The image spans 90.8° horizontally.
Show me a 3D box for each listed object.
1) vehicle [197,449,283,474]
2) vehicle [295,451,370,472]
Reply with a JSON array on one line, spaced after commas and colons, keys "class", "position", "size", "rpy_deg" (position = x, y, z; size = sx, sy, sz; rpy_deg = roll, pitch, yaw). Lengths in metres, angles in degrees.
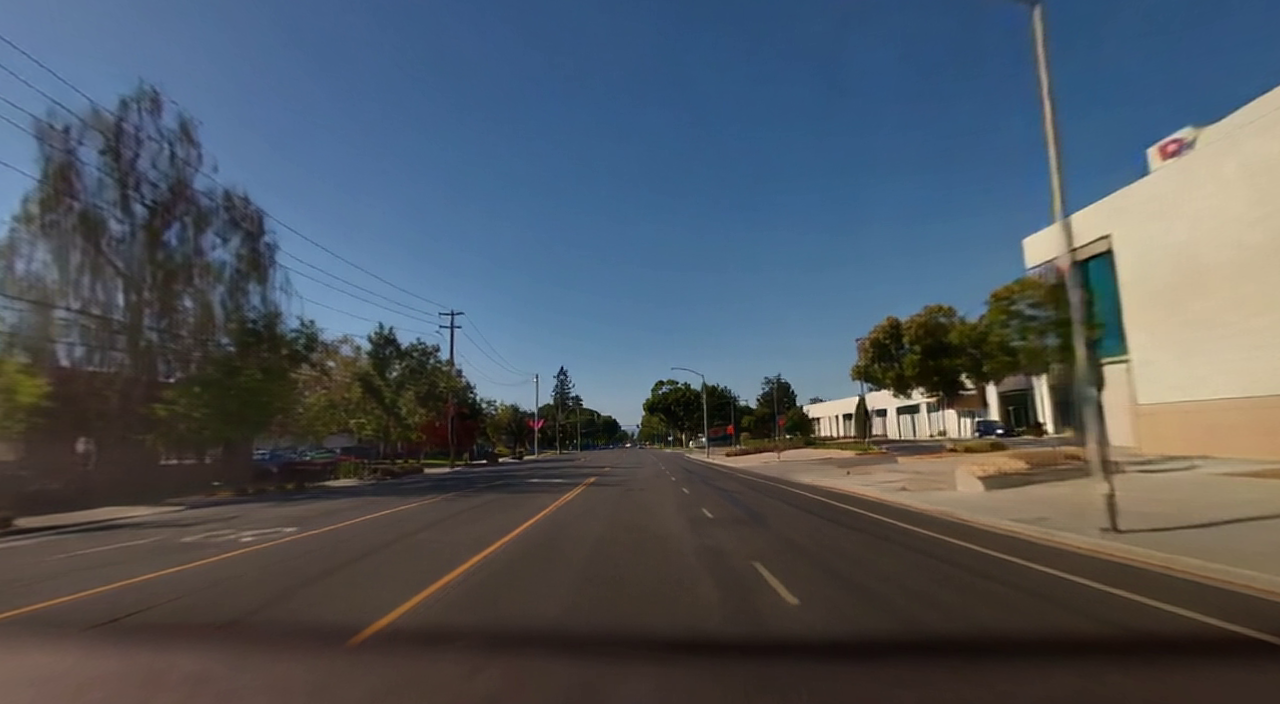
[{"class": "vehicle", "position": [-28.301, 7.742, 44.783], "size": [4.626, 1.753, 2.054], "rpy_deg": [0, -9, 0]}, {"class": "vehicle", "position": [-23.211, 8.261, 47.802], "size": [4.686, 1.495, 1.879], "rpy_deg": [0, -9, 1]}]
